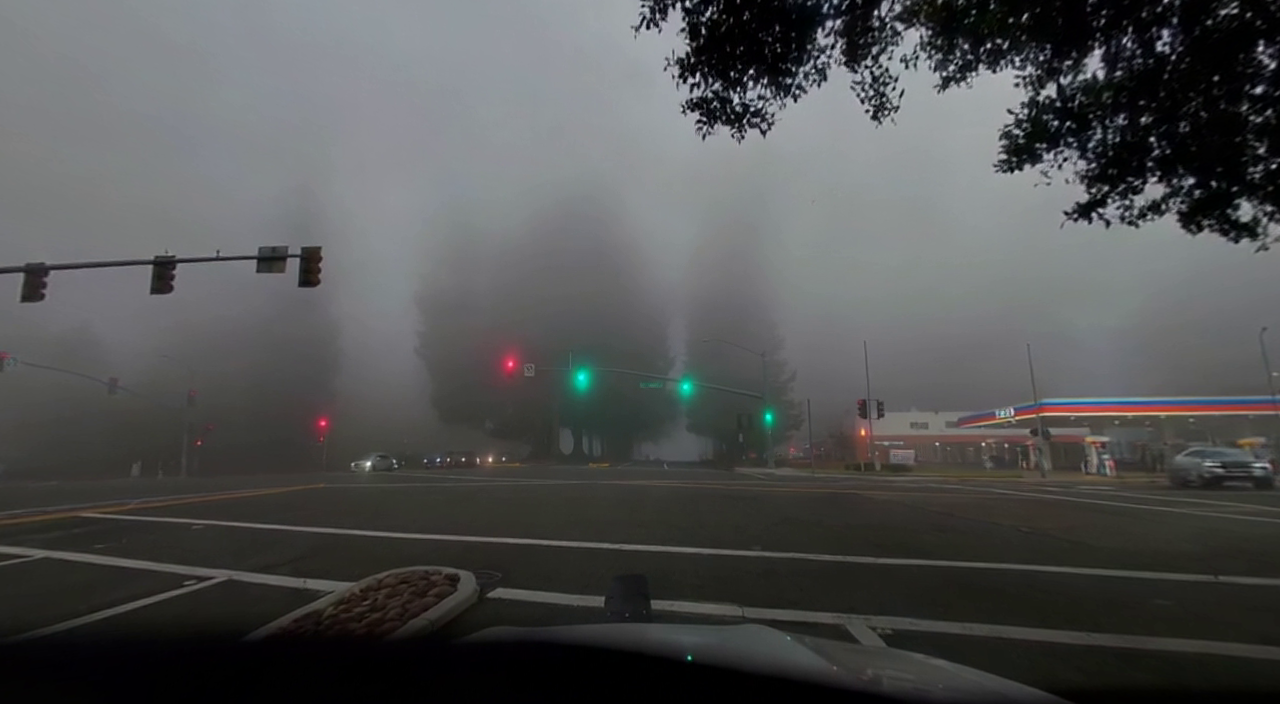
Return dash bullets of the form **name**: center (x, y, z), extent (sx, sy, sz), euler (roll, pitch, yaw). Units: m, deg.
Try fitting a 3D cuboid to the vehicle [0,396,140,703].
- **vehicle**: center (-3.053, 0.621, 0.168), extent (2.041, 1.483, 4.533), euler (0, -8, 1)
